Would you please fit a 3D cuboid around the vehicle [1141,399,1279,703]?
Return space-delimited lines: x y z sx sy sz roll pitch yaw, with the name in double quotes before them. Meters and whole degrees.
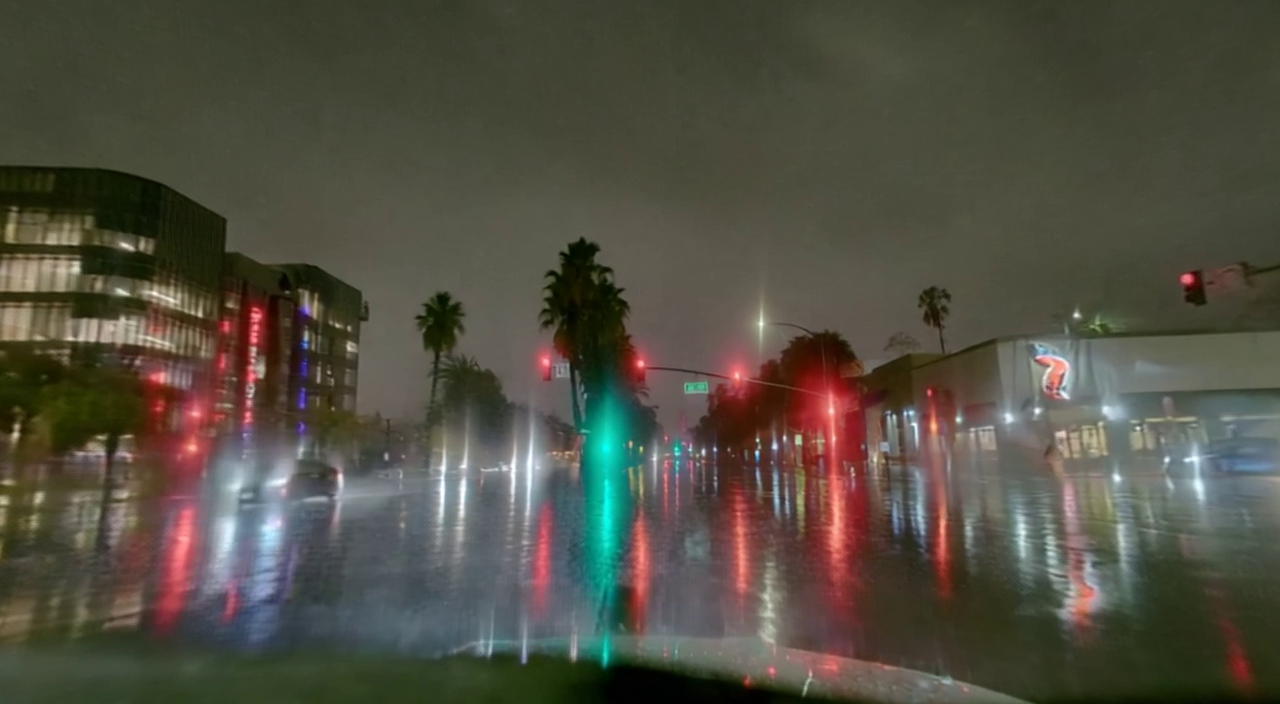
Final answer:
"vehicle" 3.220 0.607 0.169 2.106 1.472 4.854 0 -9 -1

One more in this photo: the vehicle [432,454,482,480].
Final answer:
"vehicle" -12.349 7.750 42.894 2.038 1.624 4.292 0 -9 1

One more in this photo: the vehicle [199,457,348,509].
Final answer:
"vehicle" -12.371 4.422 21.820 2.145 1.504 4.857 0 -9 1
